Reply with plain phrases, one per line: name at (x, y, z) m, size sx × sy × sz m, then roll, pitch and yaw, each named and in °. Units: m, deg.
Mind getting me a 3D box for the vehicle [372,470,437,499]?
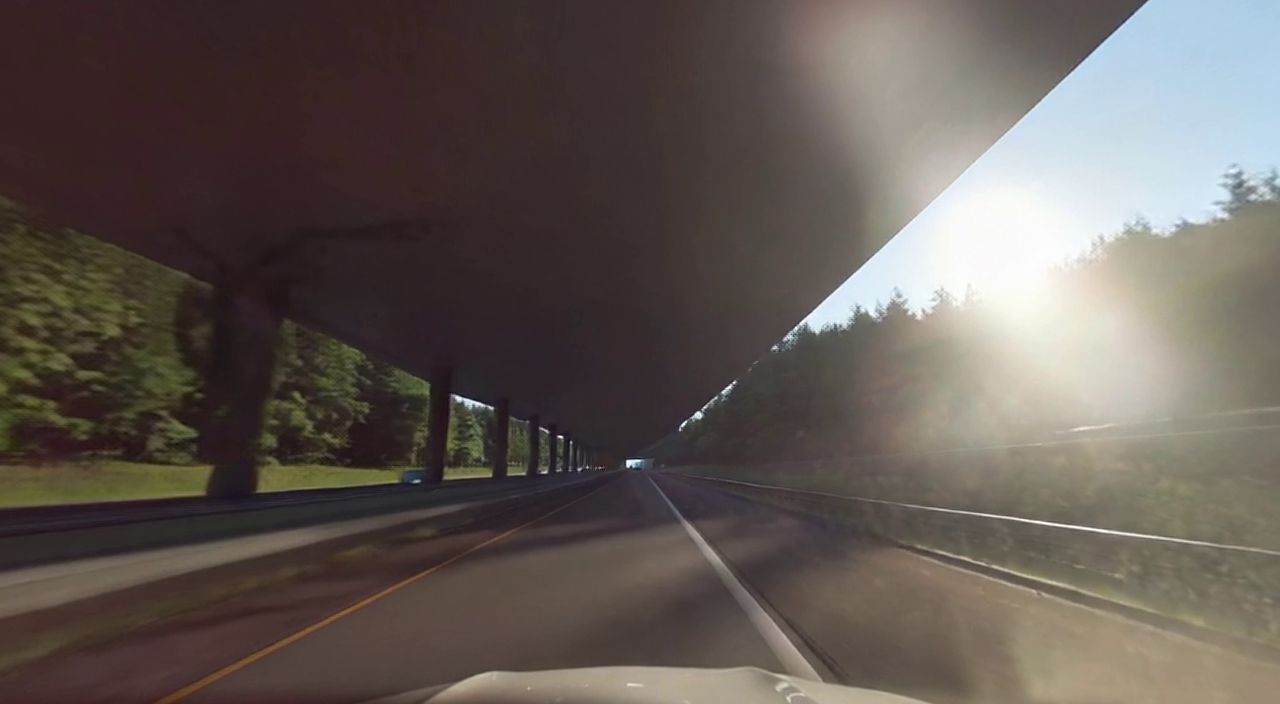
vehicle at (-12.557, 7.089, 33.816) m, size 1.868 × 1.406 × 3.960 m, roll 1°, pitch -10°, yaw 1°
